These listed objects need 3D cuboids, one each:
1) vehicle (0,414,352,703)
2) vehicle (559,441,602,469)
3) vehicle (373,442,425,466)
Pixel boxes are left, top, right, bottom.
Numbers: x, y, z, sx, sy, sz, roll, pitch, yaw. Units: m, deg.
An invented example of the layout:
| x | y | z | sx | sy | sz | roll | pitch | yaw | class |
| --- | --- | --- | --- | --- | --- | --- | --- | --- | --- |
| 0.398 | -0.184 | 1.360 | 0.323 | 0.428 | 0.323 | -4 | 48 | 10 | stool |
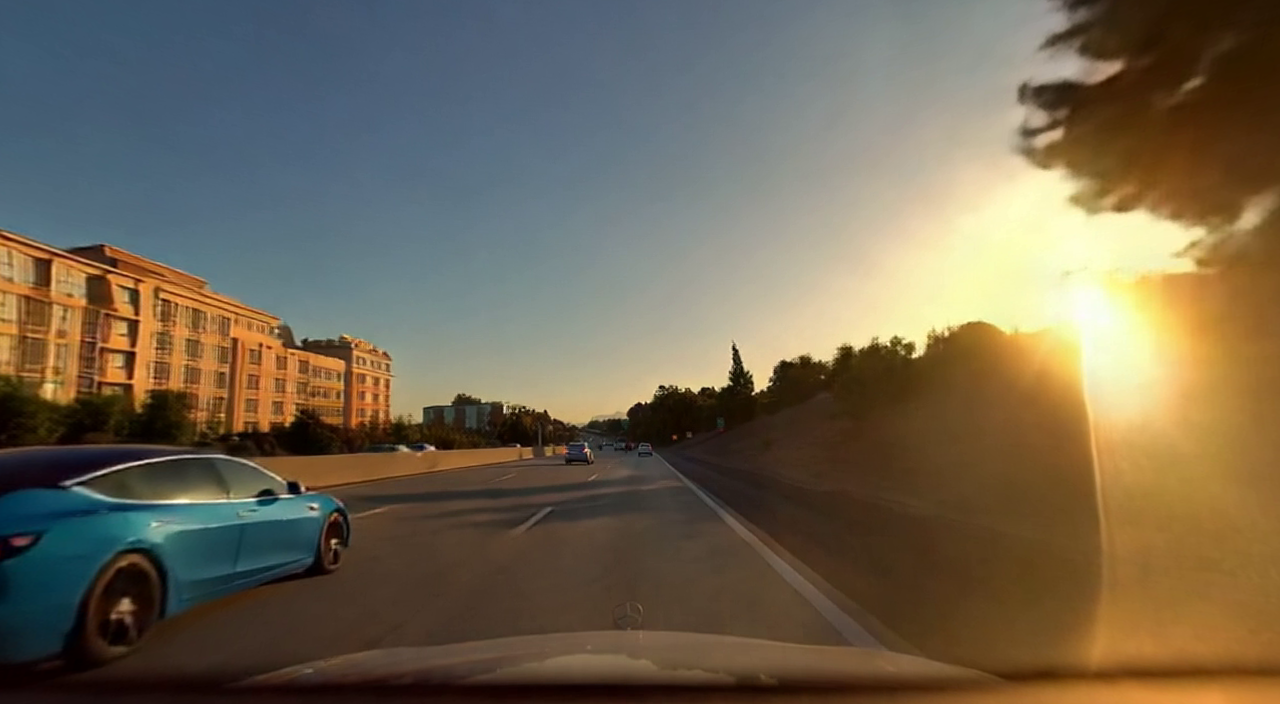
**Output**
| x | y | z | sx | sy | sz | roll | pitch | yaw | class |
| --- | --- | --- | --- | --- | --- | --- | --- | --- | --- |
| -4.156 | 1.261 | 4.537 | 2.083 | 1.471 | 4.350 | 0 | -8 | 1 | vehicle |
| -3.263 | 5.721 | 35.363 | 1.926 | 1.464 | 4.186 | 0 | -8 | 0 | vehicle |
| -17.124 | 7.252 | 45.027 | 1.868 | 1.584 | 4.372 | 0 | -8 | 1 | vehicle |
